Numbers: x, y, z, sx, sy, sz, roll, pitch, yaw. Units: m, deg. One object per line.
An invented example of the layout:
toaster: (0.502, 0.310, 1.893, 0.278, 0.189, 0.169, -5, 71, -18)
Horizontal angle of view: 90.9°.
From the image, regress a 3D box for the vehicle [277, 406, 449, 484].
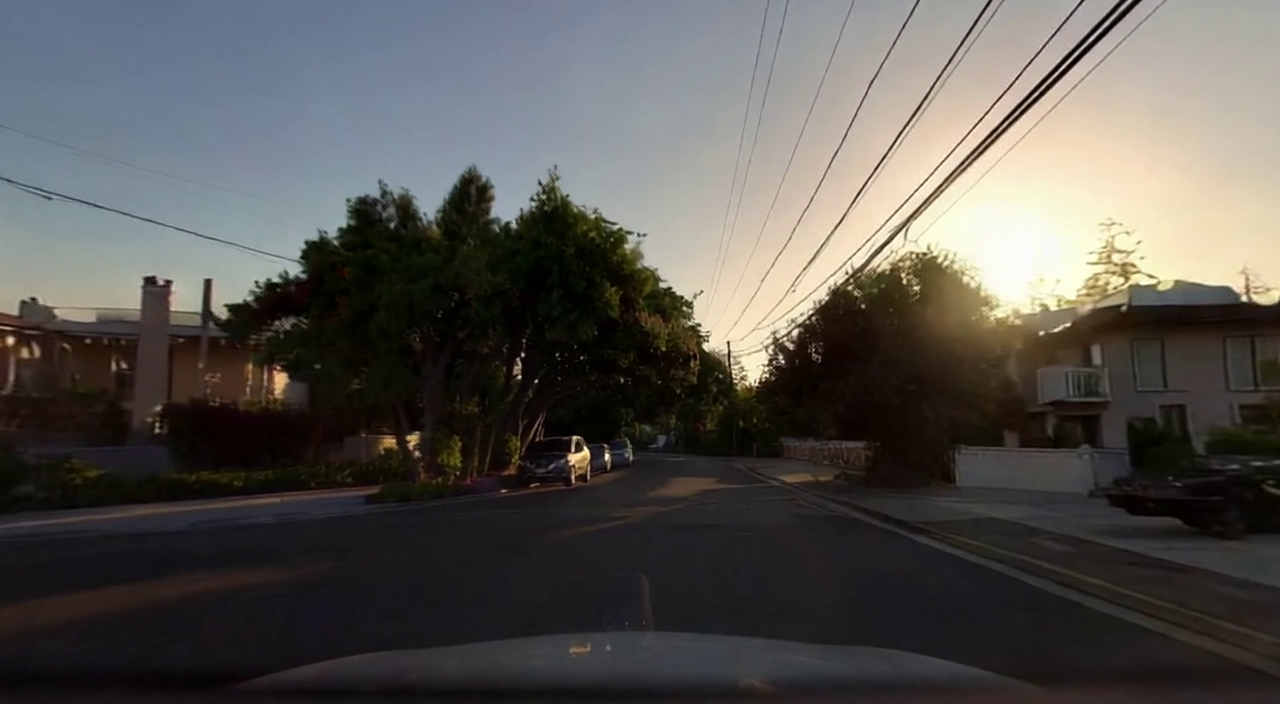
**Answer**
vehicle: (-10.728, 3.674, 25.028, 5.828, 2.818, 2.231, 2, -9, -15)

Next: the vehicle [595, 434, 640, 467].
vehicle: (-1.285, 6.001, 38.426, 2.139, 1.882, 4.635, -1, -8, 6)

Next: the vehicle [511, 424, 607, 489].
vehicle: (-2.614, 3.611, 22.099, 2.463, 1.951, 5.794, 0, -8, 2)
